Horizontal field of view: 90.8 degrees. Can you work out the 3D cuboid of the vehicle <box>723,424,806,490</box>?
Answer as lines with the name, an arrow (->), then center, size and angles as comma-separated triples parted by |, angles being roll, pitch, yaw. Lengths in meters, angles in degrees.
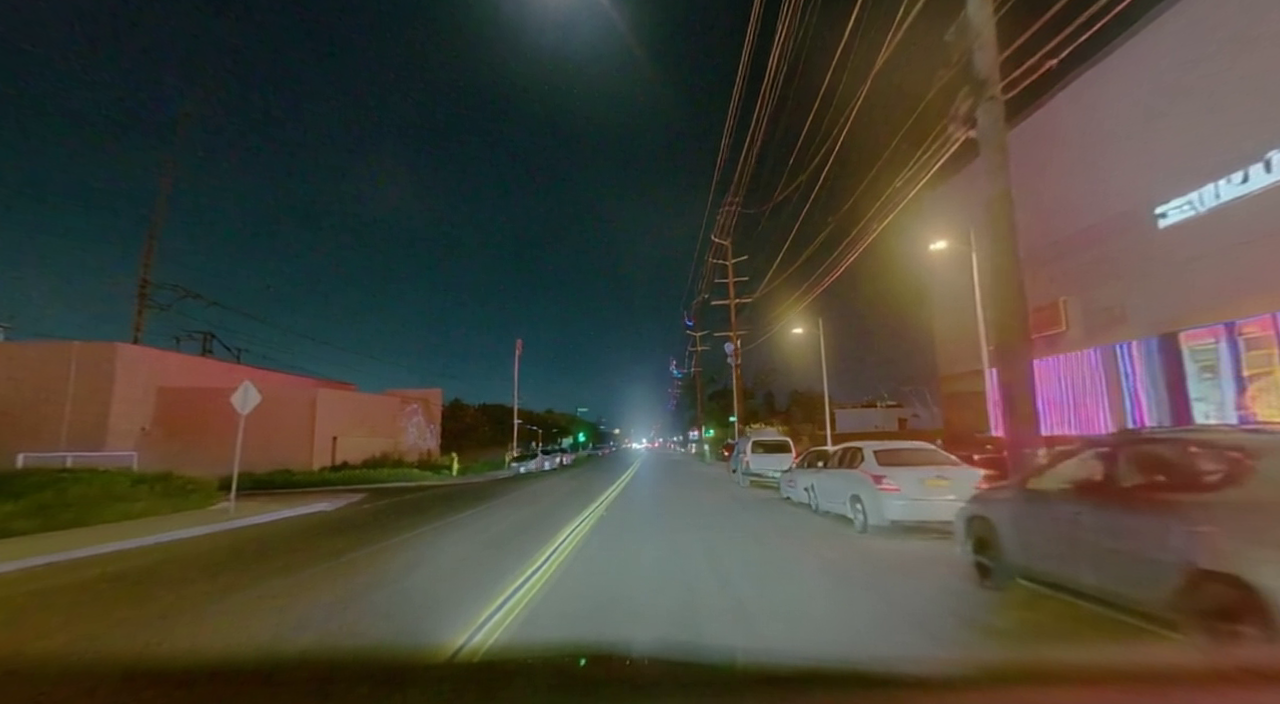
vehicle -> 4.358, 3.774, 22.924 | 2.026, 2.106, 4.753 | 1, -9, 0

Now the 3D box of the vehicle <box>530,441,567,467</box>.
vehicle -> -6.967, 7.785, 48.387 | 2.131, 1.793, 4.384 | -2, -8, 0

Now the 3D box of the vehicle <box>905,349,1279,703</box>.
vehicle -> 3.917, 1.152, 4.387 | 1.952, 1.849, 4.837 | 1, -9, -1
